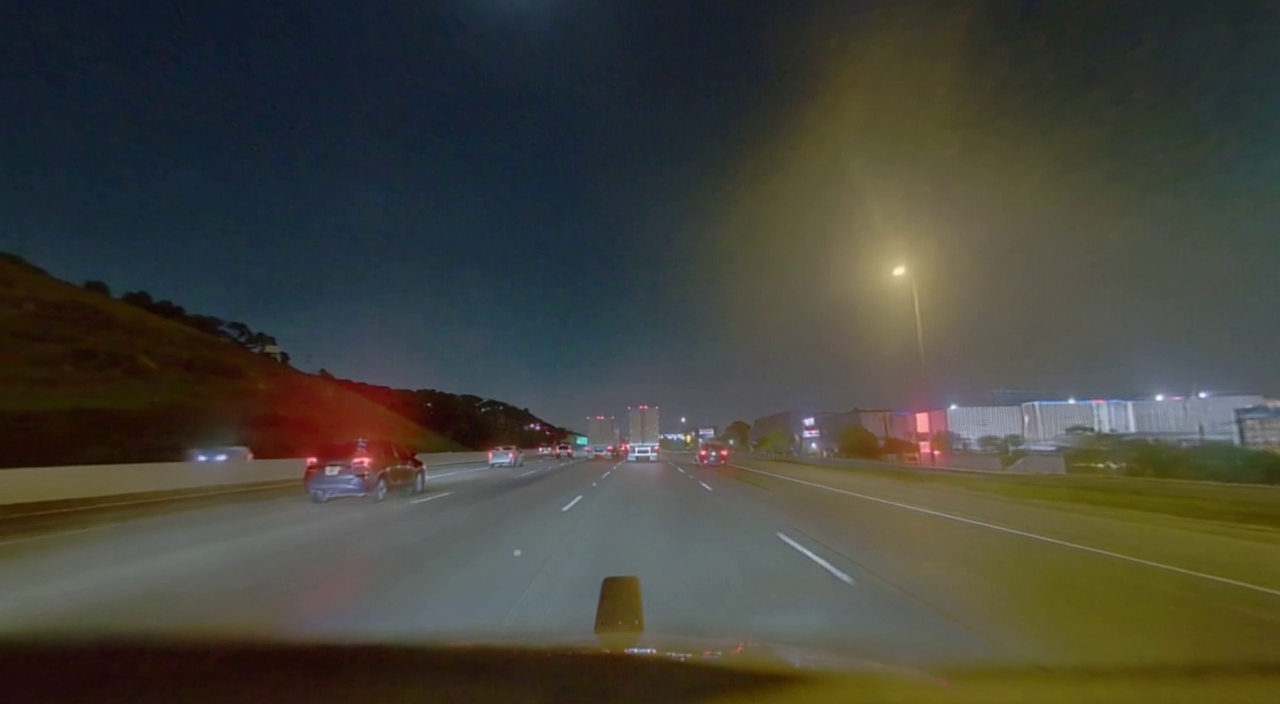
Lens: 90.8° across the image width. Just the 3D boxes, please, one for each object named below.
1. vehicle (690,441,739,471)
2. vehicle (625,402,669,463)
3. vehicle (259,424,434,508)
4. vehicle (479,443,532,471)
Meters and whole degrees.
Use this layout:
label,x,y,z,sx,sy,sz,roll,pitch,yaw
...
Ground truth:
label,x,y,z,sx,sy,sz,roll,pitch,yaw
vehicle,3.834,5.477,33.310,2.006,1.452,4.246,0,-9,-1
vehicle,0.386,6.246,47.983,2.969,4.104,10.906,0,-9,-1
vehicle,-6.912,2.737,15.551,2.122,1.754,4.379,0,-9,1
vehicle,-7.281,5.733,34.640,1.891,1.460,4.506,0,-9,1
